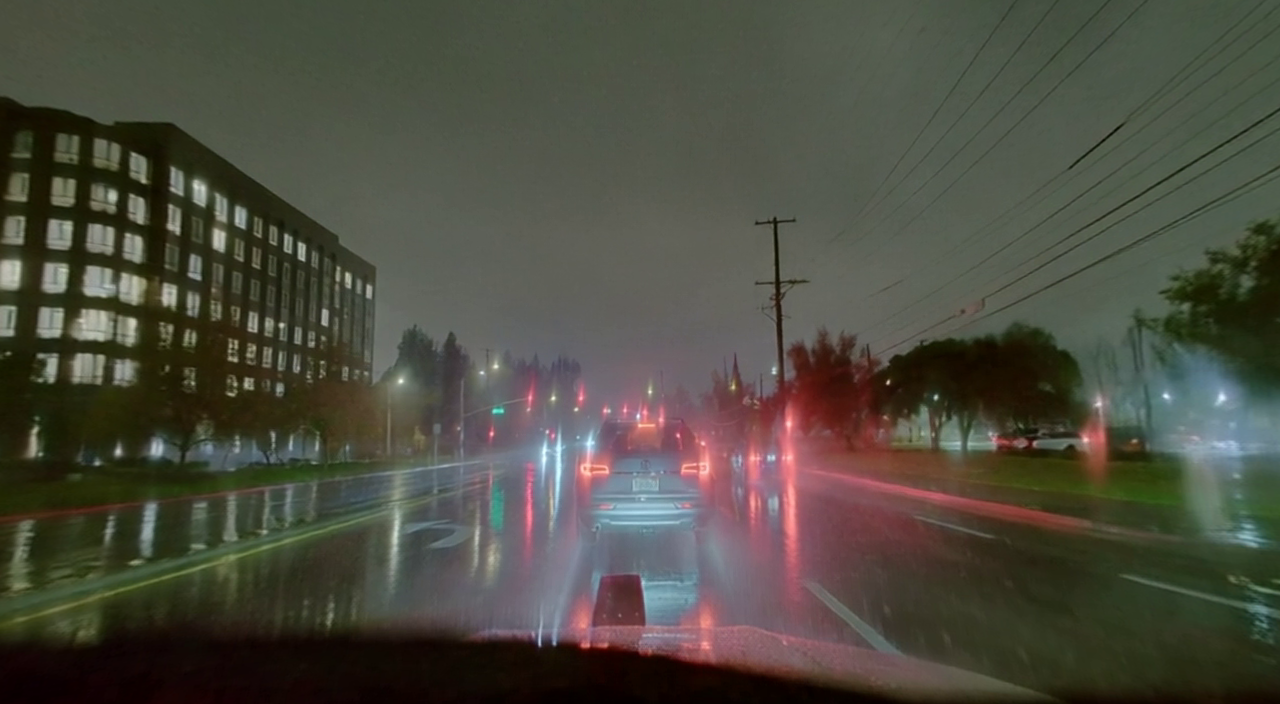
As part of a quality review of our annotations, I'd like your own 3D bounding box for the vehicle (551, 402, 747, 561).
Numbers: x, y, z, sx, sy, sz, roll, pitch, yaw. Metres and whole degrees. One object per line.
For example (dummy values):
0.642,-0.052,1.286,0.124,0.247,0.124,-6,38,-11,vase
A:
0.102,1.787,9.347,2.189,1.776,4.342,0,-9,0,vehicle
